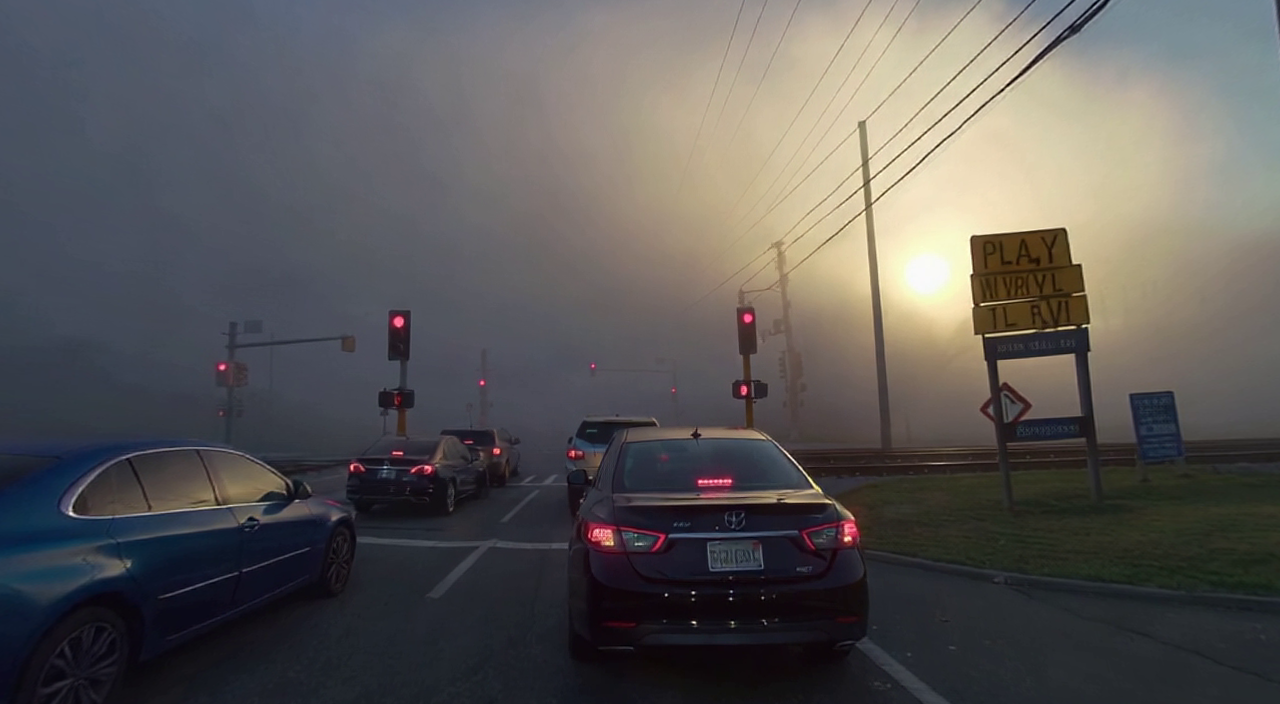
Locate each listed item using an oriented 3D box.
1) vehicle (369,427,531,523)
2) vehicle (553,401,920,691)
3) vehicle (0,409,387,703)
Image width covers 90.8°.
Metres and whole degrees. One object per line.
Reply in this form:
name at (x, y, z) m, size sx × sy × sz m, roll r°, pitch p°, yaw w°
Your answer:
vehicle at (-3.365, 2.263, 12.082) m, size 1.984 × 1.505 × 3.982 m, roll 0°, pitch -9°, yaw -2°
vehicle at (0.409, 1.335, 5.462) m, size 1.998 × 1.529 × 3.960 m, roll 1°, pitch -9°, yaw -4°
vehicle at (-3.709, 1.248, 4.446) m, size 1.956 × 1.468 × 4.585 m, roll 0°, pitch -9°, yaw 0°
